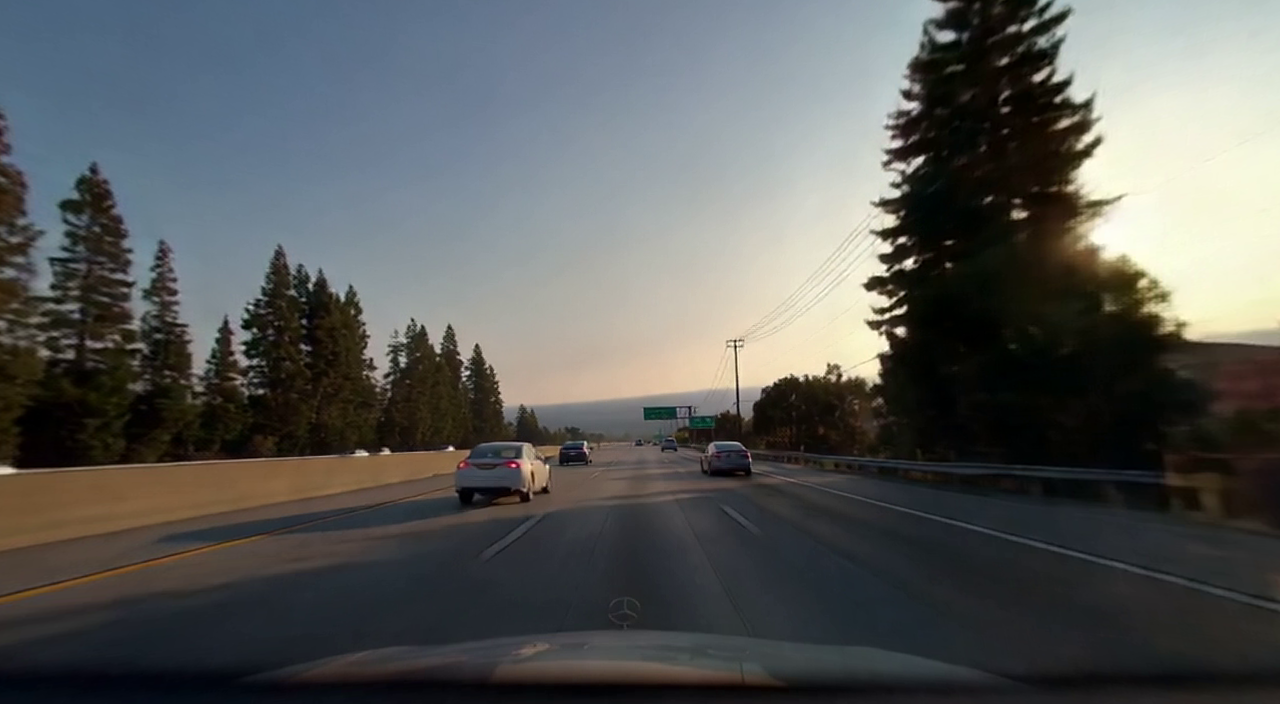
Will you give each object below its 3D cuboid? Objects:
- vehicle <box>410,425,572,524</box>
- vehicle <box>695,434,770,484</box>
[{"bbox_3d":[-2.686,2.326,12.546,2.049,1.620,4.153,0,-8,2],"label":"vehicle"},{"bbox_3d":[3.149,3.733,22.255,1.996,1.579,3.841,0,-8,-1],"label":"vehicle"}]
